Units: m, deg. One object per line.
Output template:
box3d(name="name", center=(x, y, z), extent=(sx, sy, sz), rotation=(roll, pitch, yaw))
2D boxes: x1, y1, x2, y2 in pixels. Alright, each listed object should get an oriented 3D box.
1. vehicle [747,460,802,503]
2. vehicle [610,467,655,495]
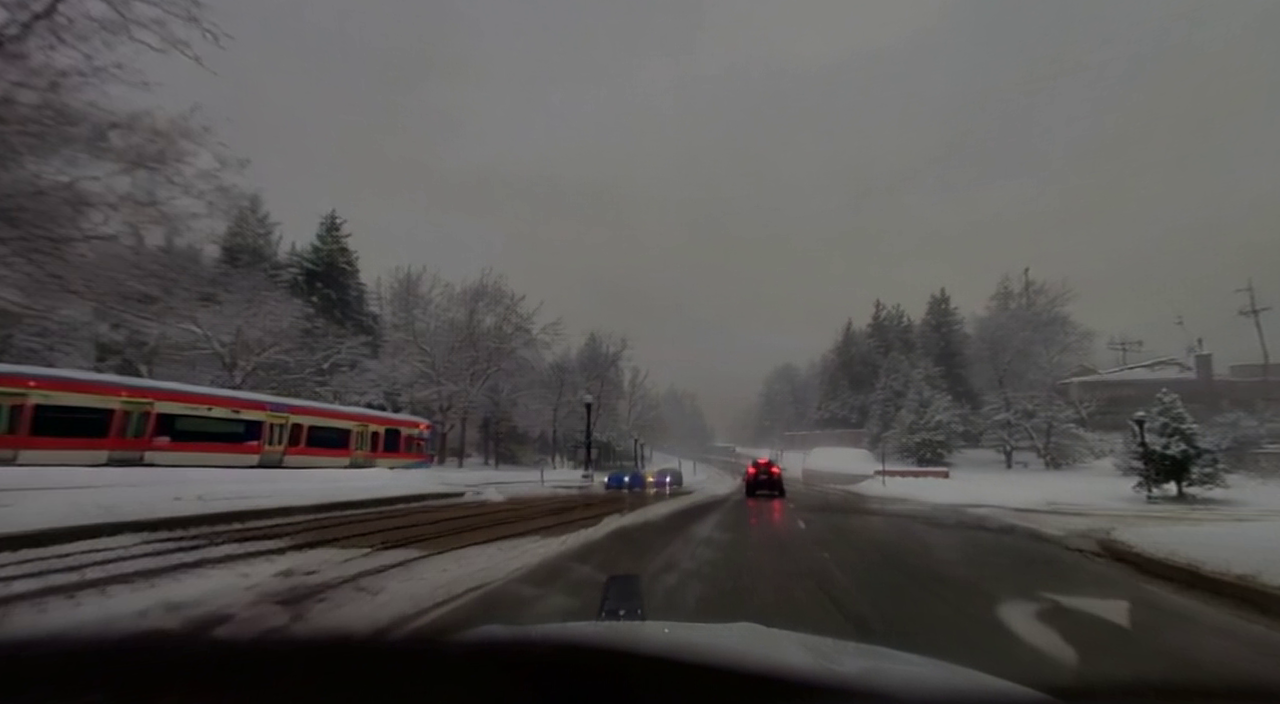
box3d(name="vehicle", center=(6.294, 5.966, 29.463), extent=(2.263, 1.765, 4.237), rotation=(-2, -9, 13))
box3d(name="vehicle", center=(-0.426, 8.142, 40.103), extent=(2.042, 1.531, 4.403), rotation=(-2, -9, 11))
